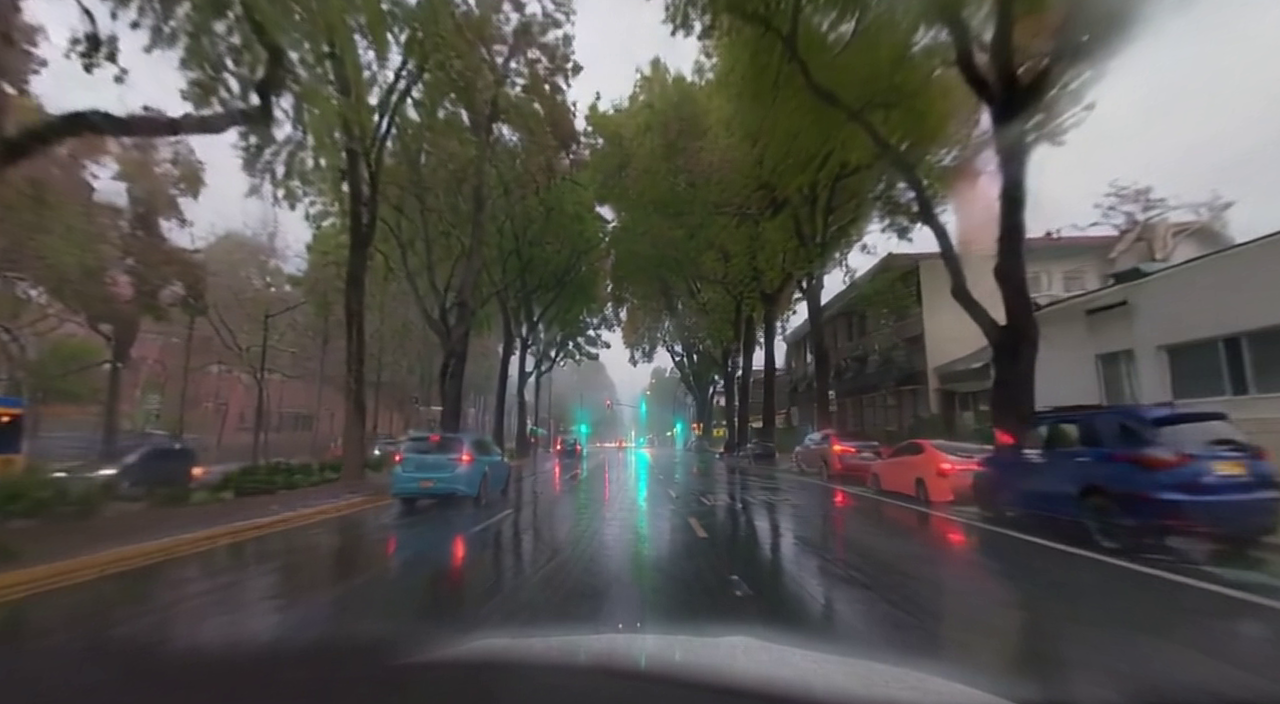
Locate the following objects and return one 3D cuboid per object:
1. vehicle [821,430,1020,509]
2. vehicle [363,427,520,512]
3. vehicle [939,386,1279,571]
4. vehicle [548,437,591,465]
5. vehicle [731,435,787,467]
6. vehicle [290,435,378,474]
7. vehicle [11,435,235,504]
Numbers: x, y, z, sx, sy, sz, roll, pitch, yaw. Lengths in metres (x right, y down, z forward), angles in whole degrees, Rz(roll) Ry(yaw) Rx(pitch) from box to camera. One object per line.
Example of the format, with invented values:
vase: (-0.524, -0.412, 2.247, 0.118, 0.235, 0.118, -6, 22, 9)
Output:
vehicle: (5.980, 2.560, 14.369, 2.156, 1.454, 5.044, 0, -8, -1)
vehicle: (-4.032, 2.455, 13.753, 1.995, 1.524, 4.438, 0, -8, 0)
vehicle: (6.116, 1.562, 8.507, 1.945, 1.829, 4.305, 0, -8, -1)
vehicle: (-3.968, 5.677, 36.439, 1.934, 1.522, 4.287, 0, -8, 1)
vehicle: (6.021, 5.077, 32.594, 1.886, 1.530, 4.636, 0, -8, -1)
vehicle: (-15.481, 5.170, 32.266, 2.056, 1.817, 4.771, 0, -8, 1)
vehicle: (-12.638, 2.861, 15.945, 1.808, 1.479, 4.499, 0, -8, 0)
